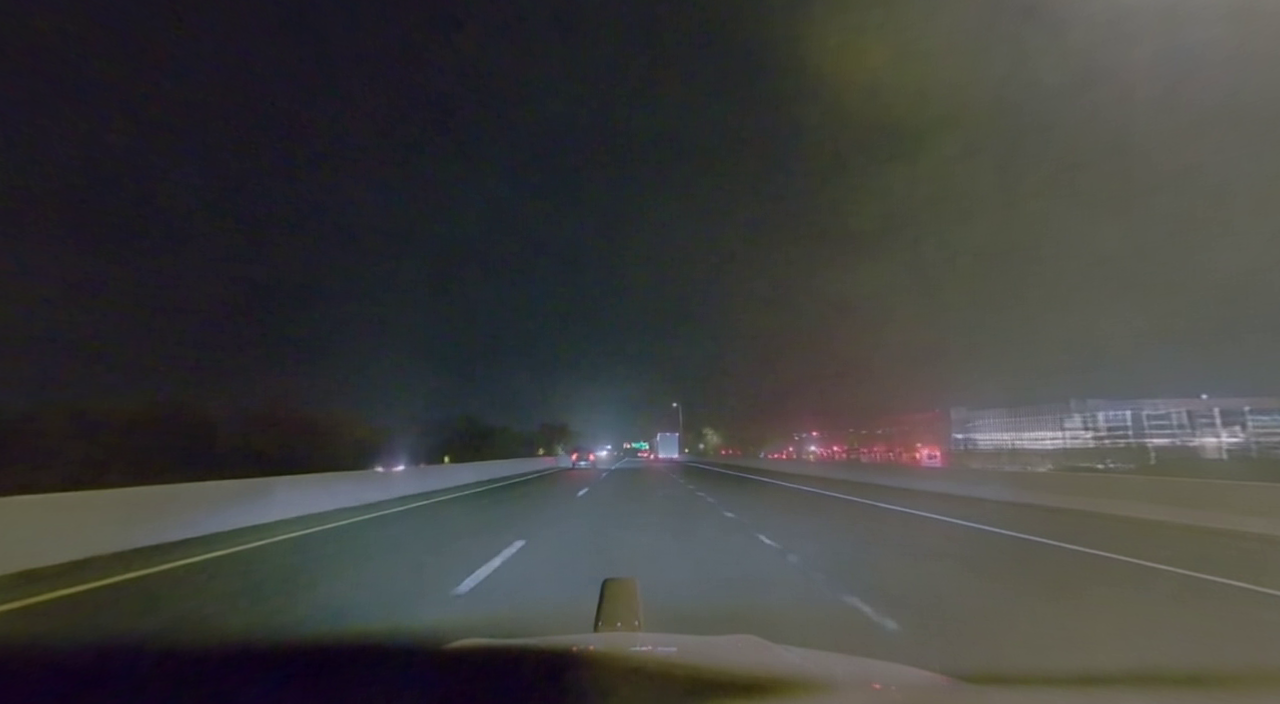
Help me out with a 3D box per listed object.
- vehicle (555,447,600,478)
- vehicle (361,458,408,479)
[{"bbox_3d":[-3.324,5.968,34.248,2.100,1.525,4.179,0,-9,0],"label":"vehicle"},{"bbox_3d":[-20.074,9.126,49.544,1.831,1.465,4.565,0,-9,-1],"label":"vehicle"}]
